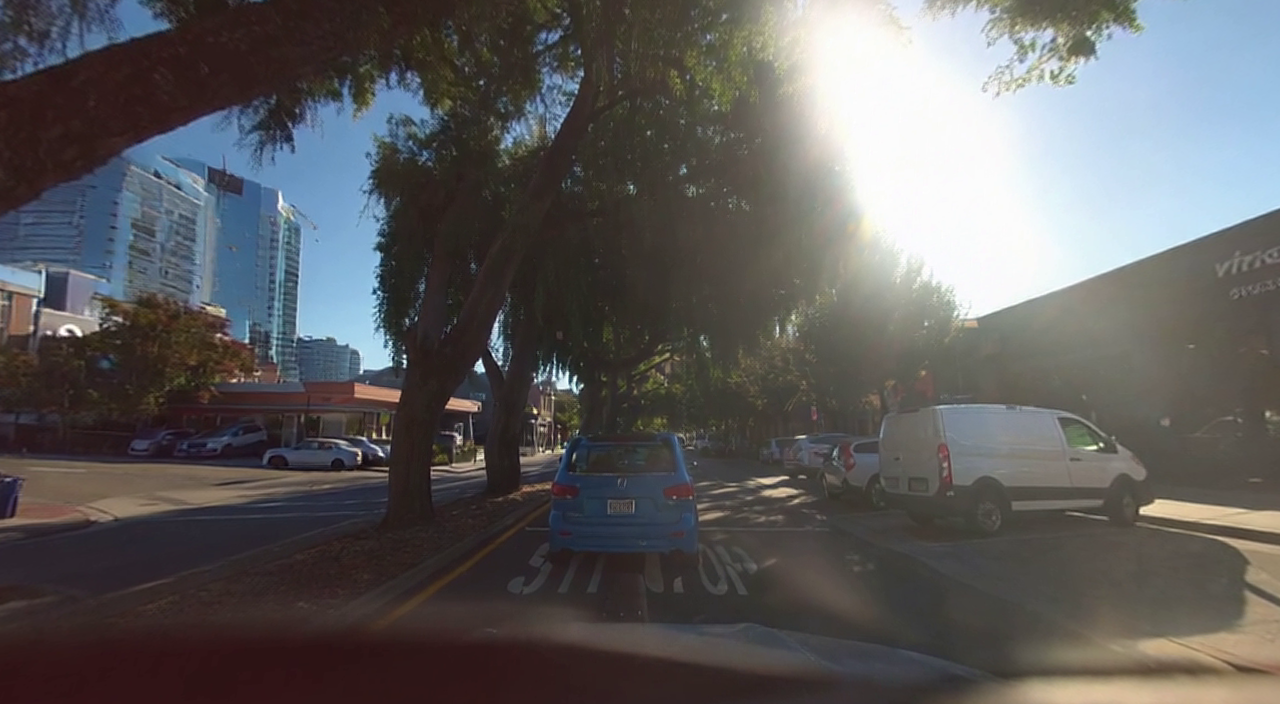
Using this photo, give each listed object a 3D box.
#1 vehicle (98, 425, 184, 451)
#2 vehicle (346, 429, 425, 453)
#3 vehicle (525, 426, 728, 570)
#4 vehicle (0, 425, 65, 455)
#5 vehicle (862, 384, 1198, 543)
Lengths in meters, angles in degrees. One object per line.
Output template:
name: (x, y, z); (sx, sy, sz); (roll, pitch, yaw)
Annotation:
vehicle: (-31.799, 5.494, 40.304); (3.915, 1.574, 1.850); (0, -8, 3)
vehicle: (-18.455, 6.461, 45.957); (4.892, 1.679, 1.927); (1, -8, -6)
vehicle: (-0.210, 1.829, 8.768); (2.065, 1.450, 4.522); (0, -8, -2)
vehicle: (-31.815, 4.394, 31.563); (4.168, 1.458, 1.904); (0, -8, -2)
vehicle: (6.654, 1.818, 10.761); (5.385, 2.146, 2.143); (4, -9, -25)
